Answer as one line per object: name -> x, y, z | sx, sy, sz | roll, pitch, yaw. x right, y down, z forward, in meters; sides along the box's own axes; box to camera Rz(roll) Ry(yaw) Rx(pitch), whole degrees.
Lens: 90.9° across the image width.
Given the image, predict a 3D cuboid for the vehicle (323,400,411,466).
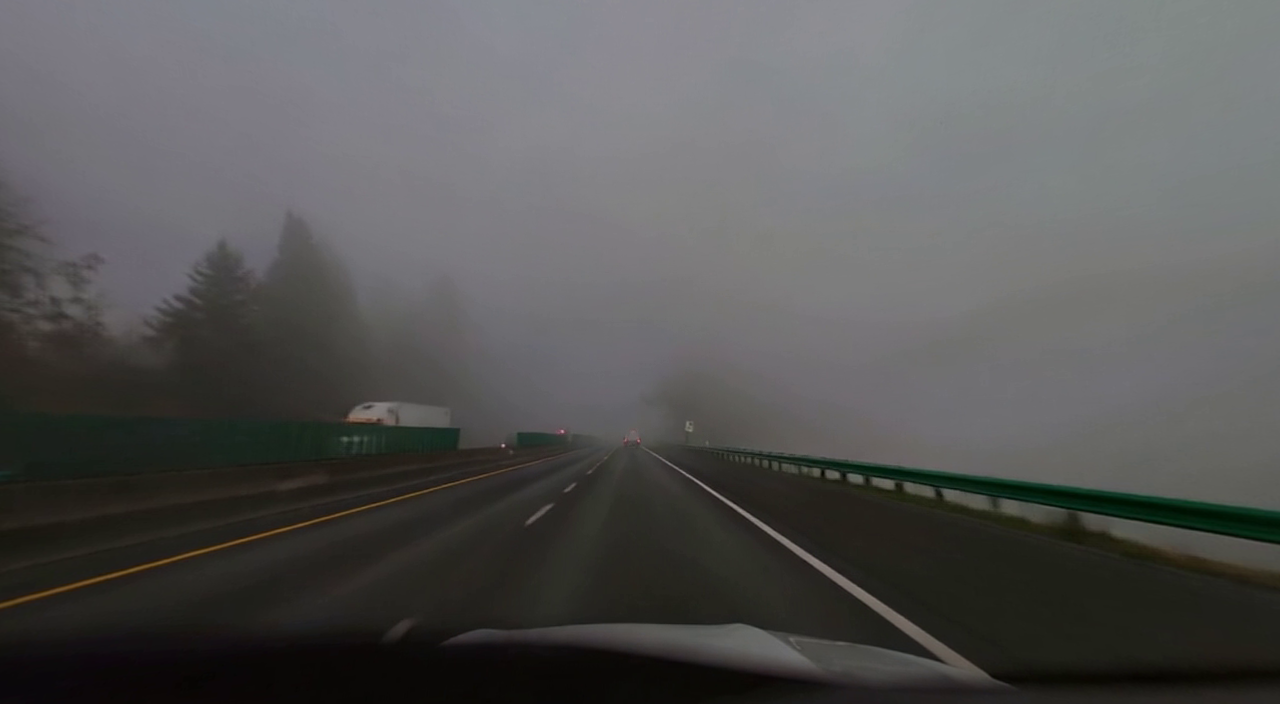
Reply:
vehicle -> -17.513, 5.260, 40.927 | 3.002, 3.931, 5.809 | 0, -8, 0
